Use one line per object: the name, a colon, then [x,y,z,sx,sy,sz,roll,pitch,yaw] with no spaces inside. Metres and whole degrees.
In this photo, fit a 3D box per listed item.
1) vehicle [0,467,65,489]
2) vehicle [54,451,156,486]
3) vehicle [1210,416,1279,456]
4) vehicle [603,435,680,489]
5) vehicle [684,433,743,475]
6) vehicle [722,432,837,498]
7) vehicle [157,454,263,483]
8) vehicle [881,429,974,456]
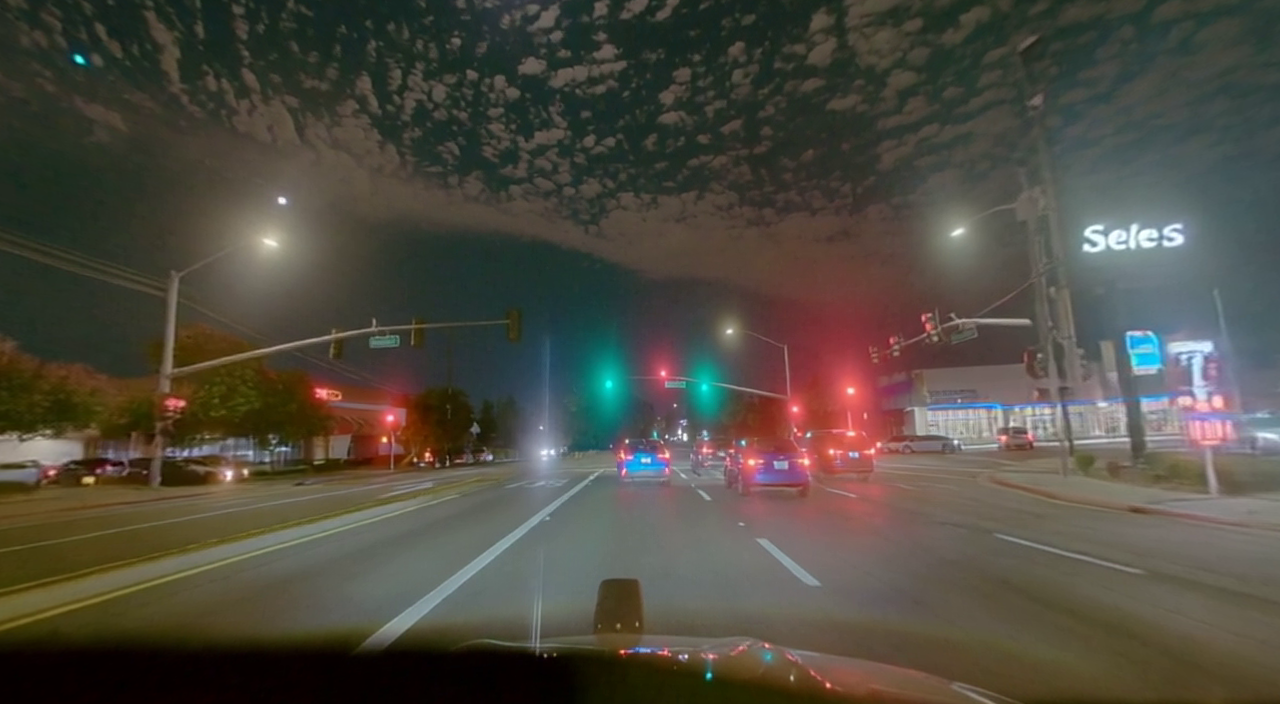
vehicle: [-44.549,8.995,45.297,4.604,1.447,1.892,0,-8,-3]
vehicle: [-38.336,8.336,45.391,5.135,2.388,2.288,0,-8,-1]
vehicle: [25.898,3.512,26.277,2.222,1.538,4.817,-5,-10,30]
vehicle: [0.007,3.367,19.647,2.135,1.468,4.076,0,-8,-1]
vehicle: [3.114,4.445,27.719,1.973,1.633,4.717,0,-8,-1]
vehicle: [3.478,2.915,16.704,1.889,1.473,4.643,0,-8,-1]
vehicle: [-26.303,7.135,38.785,4.780,1.669,2.232,0,-8,-2]
vehicle: [19.966,6.311,44.078,5.438,1.776,2.032,0,-8,0]
